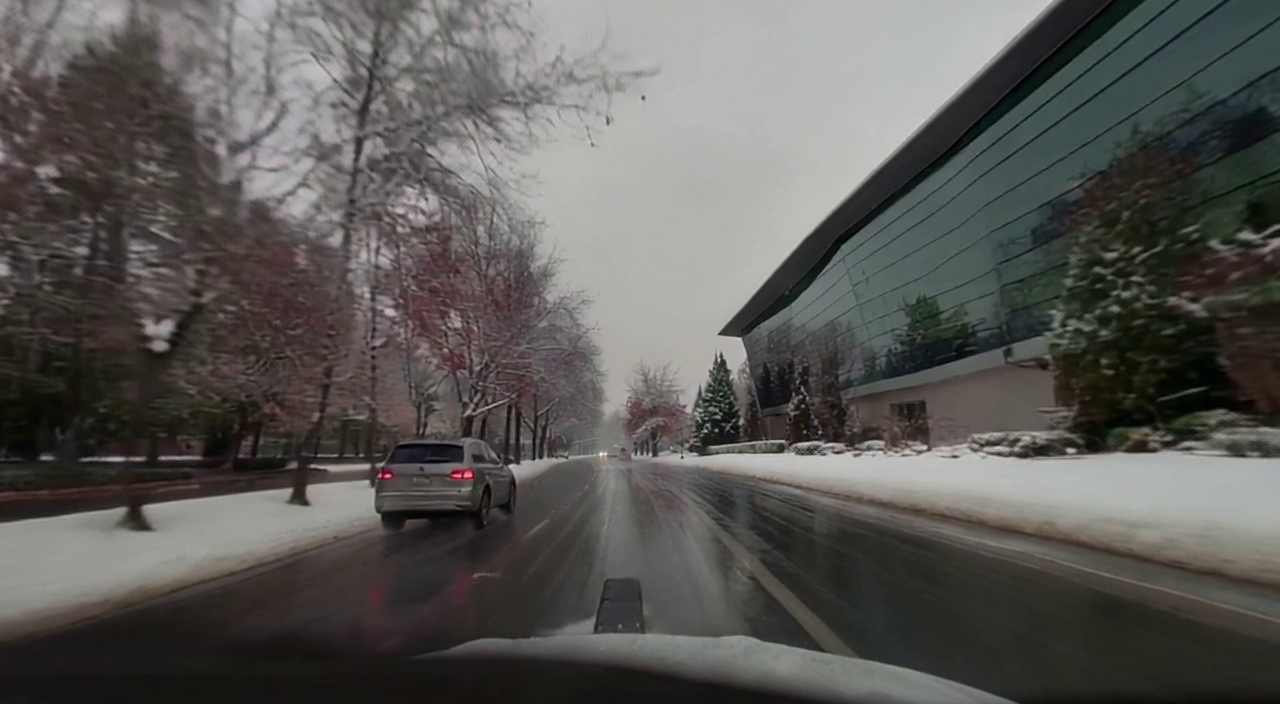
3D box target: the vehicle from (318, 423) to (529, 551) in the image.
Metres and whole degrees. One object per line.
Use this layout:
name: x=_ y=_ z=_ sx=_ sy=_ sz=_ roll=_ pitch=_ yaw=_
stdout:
vehicle: x=-3.322 y=2.168 z=10.864 sx=2.067 sy=1.700 sz=4.561 roll=0 pitch=-8 yaw=-1
